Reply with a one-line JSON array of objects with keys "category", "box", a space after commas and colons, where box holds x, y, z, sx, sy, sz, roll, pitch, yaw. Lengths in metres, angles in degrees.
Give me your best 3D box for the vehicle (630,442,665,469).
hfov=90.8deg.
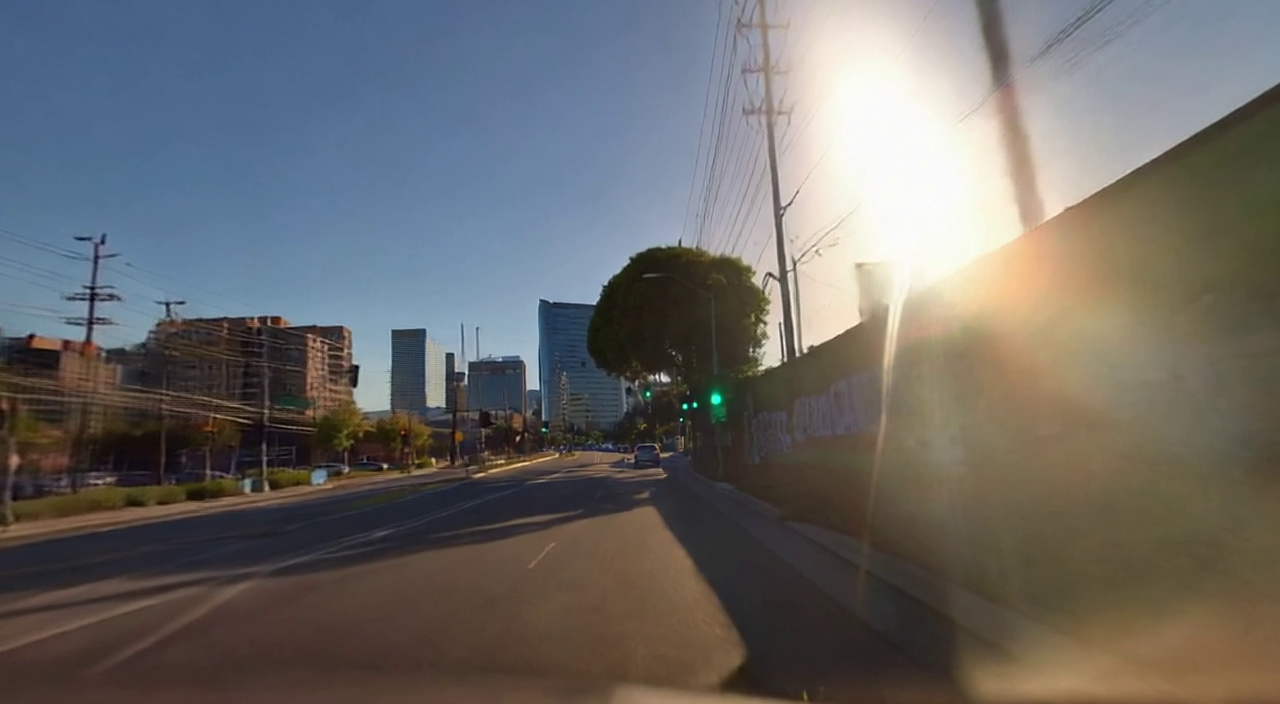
[{"category": "vehicle", "box": [0.461, 6.600, 40.392, 2.105, 1.611, 3.750, 0, -9, 0]}]
